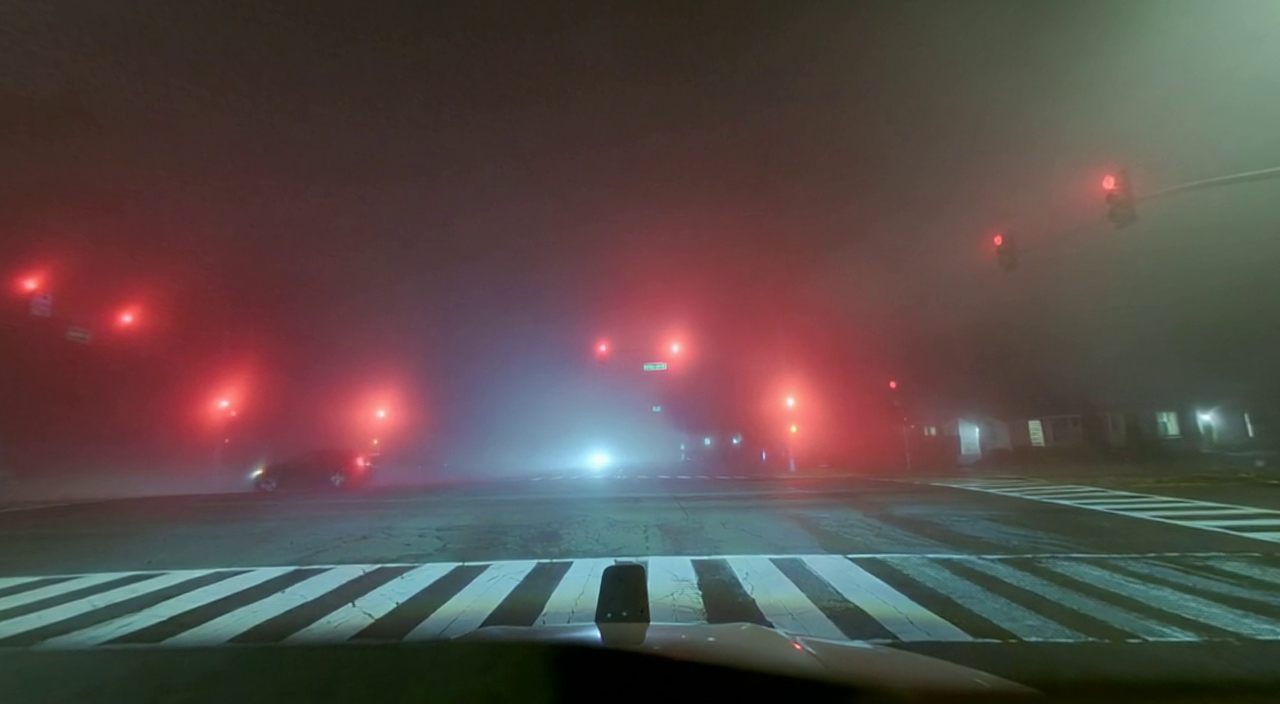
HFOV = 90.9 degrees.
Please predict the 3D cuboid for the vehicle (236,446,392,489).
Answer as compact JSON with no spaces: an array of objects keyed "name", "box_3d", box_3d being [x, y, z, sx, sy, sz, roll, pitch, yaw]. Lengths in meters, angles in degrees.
[{"name":"vehicle","box_3d":[-11.608,4.131,22.654,4.562,1.460,1.822,0,-8,0]}]
